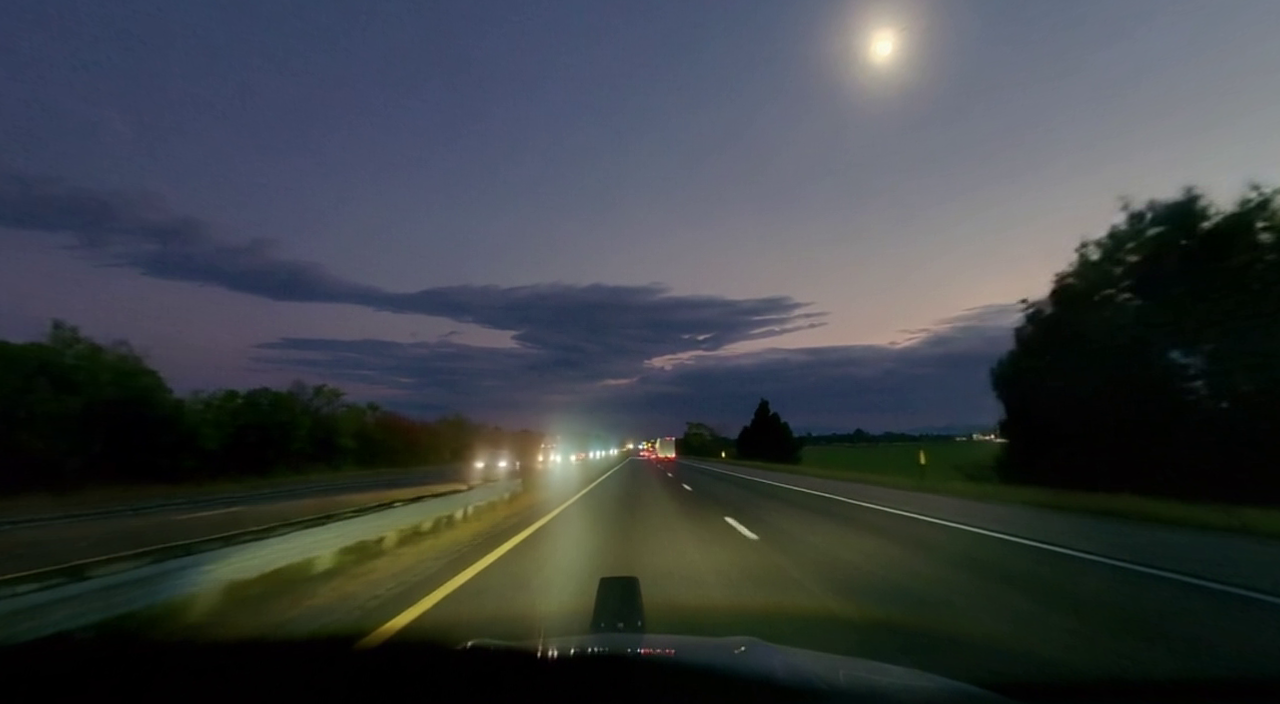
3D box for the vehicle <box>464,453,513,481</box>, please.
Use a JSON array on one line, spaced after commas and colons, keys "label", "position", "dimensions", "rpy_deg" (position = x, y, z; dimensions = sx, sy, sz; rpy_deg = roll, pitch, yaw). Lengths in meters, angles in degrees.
[{"label": "vehicle", "position": [-8.757, 6.657, 36.741], "dimensions": [1.858, 1.512, 4.033], "rpy_deg": [0, -9, 0]}]
